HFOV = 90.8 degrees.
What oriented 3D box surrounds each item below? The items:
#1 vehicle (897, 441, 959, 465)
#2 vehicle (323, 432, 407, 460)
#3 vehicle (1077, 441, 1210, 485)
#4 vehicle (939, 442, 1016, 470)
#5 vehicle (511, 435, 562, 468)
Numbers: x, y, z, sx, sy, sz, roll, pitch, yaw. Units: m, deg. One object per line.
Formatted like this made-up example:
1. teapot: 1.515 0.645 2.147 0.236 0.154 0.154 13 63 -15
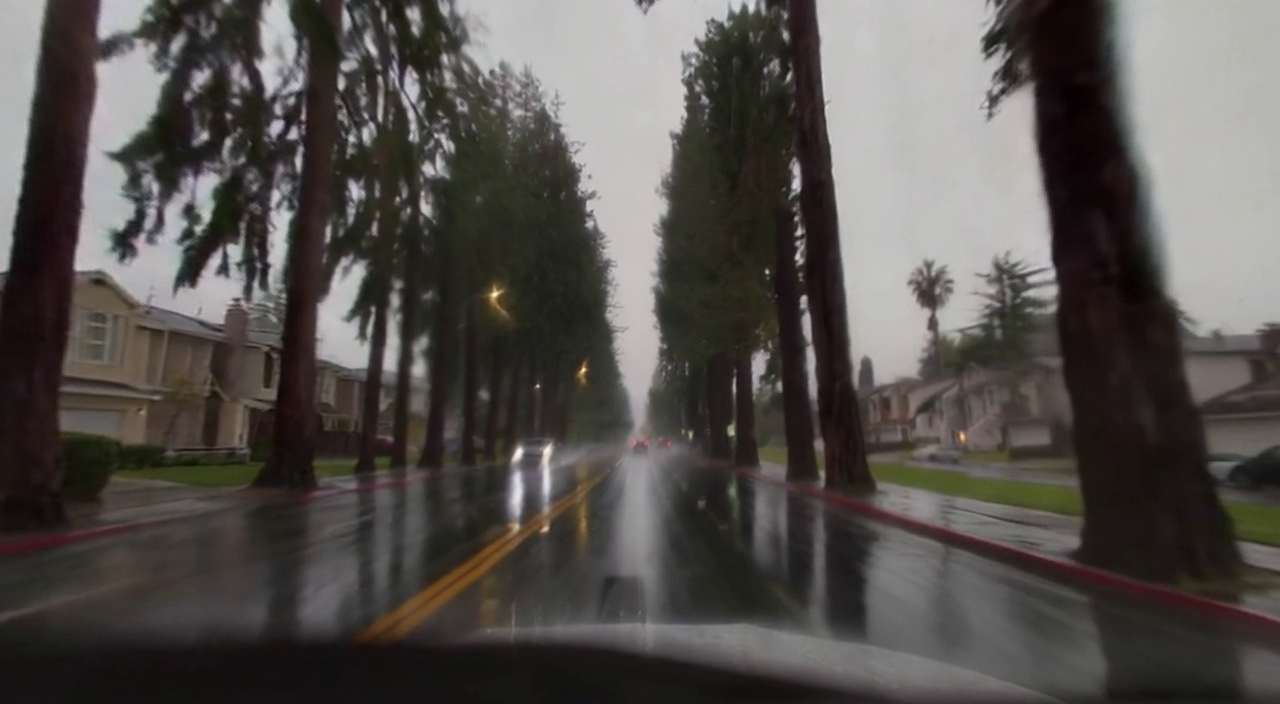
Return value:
1. vehicle: 18.846 6.590 41.577 1.946 1.459 4.489 0 -8 -1
2. vehicle: -16.252 5.574 37.476 4.045 1.622 1.983 0 -8 4
3. vehicle: 18.852 4.136 23.915 1.755 1.521 3.968 0 -8 1
4. vehicle: 18.981 5.823 35.761 1.773 1.463 4.486 0 -8 -2
5. vehicle: -6.094 5.910 37.675 2.108 1.793 4.864 0 -8 1
